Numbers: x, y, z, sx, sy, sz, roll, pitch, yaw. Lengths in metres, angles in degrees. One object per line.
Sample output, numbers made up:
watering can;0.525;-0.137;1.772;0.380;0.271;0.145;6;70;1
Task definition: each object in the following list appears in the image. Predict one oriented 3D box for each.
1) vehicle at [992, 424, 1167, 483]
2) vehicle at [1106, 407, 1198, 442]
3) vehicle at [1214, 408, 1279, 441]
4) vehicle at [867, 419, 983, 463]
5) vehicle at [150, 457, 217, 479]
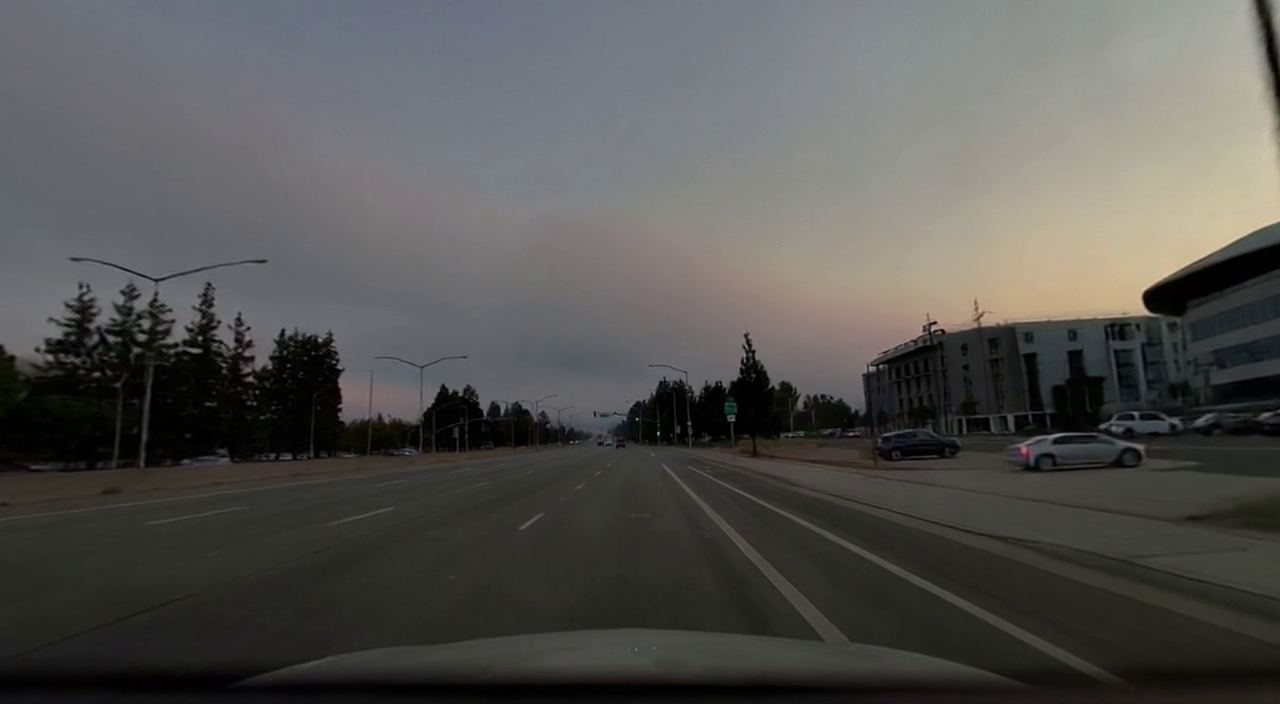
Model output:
vehicle;14.642;3.375;21.225;4.388;1.446;1.808;-6;-7;2
vehicle;30.896;4.421;38.019;5.675;1.978;2.229;4;-10;-30
vehicle;33.529;3.974;34.222;4.287;1.622;2.088;4;-10;-28
vehicle;14.134;4.446;31.499;4.702;1.853;2.069;-4;-8;2
vehicle;-35.716;9.058;49.496;1.917;1.479;4.462;0;-8;0
